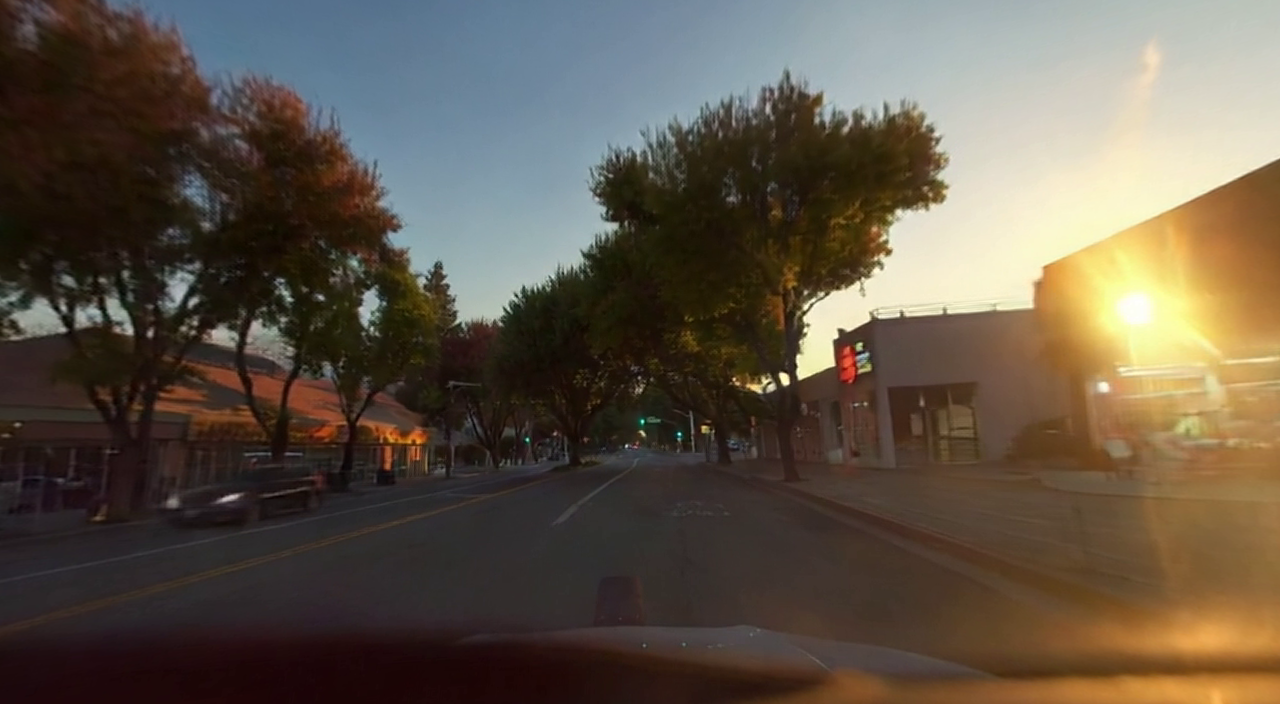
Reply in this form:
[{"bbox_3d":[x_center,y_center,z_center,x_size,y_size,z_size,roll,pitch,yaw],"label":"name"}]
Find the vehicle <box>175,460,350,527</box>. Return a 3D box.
[{"bbox_3d":[-10.255,3.843,17.601,1.889,1.499,4.541,-1,-9,3],"label":"vehicle"}]
